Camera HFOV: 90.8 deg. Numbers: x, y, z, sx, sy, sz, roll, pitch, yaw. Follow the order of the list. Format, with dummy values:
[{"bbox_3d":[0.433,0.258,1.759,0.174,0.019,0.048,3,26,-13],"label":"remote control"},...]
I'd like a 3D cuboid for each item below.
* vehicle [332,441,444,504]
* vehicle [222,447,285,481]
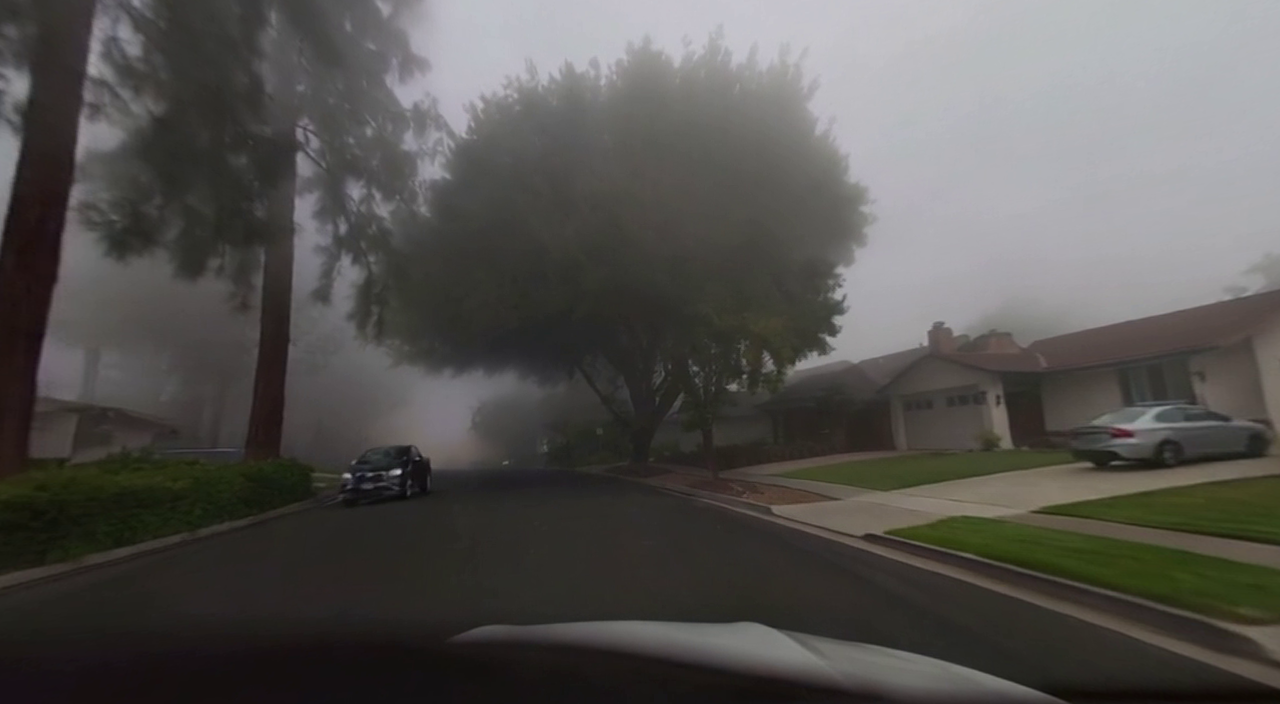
[{"bbox_3d":[-7.896,3.778,20.383,2.217,1.751,4.763,1,-9,-8],"label":"vehicle"},{"bbox_3d":[-22.376,6.411,36.510,4.330,1.813,1.951,-8,-12,44],"label":"vehicle"}]
